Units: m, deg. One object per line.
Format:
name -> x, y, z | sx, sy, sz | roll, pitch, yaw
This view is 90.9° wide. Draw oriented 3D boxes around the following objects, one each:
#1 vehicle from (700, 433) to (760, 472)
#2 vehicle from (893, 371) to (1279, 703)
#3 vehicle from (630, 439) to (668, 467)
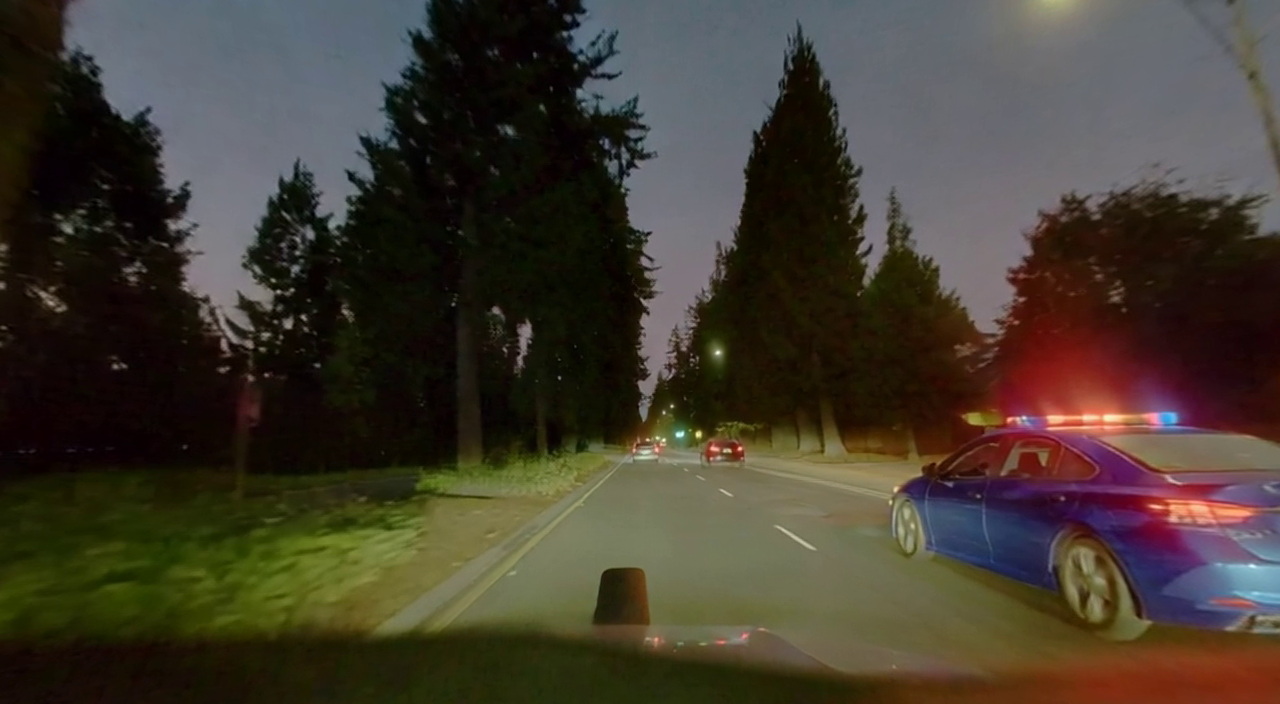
vehicle -> 4.105, 4.661, 29.445 | 2.110, 1.666, 3.912 | 0, -8, -1
vehicle -> 3.939, 1.204, 5.106 | 2.052, 1.639, 4.123 | 0, -8, 0
vehicle -> 0.469, 5.786, 36.302 | 2.026, 1.466, 4.282 | 0, -8, -1
